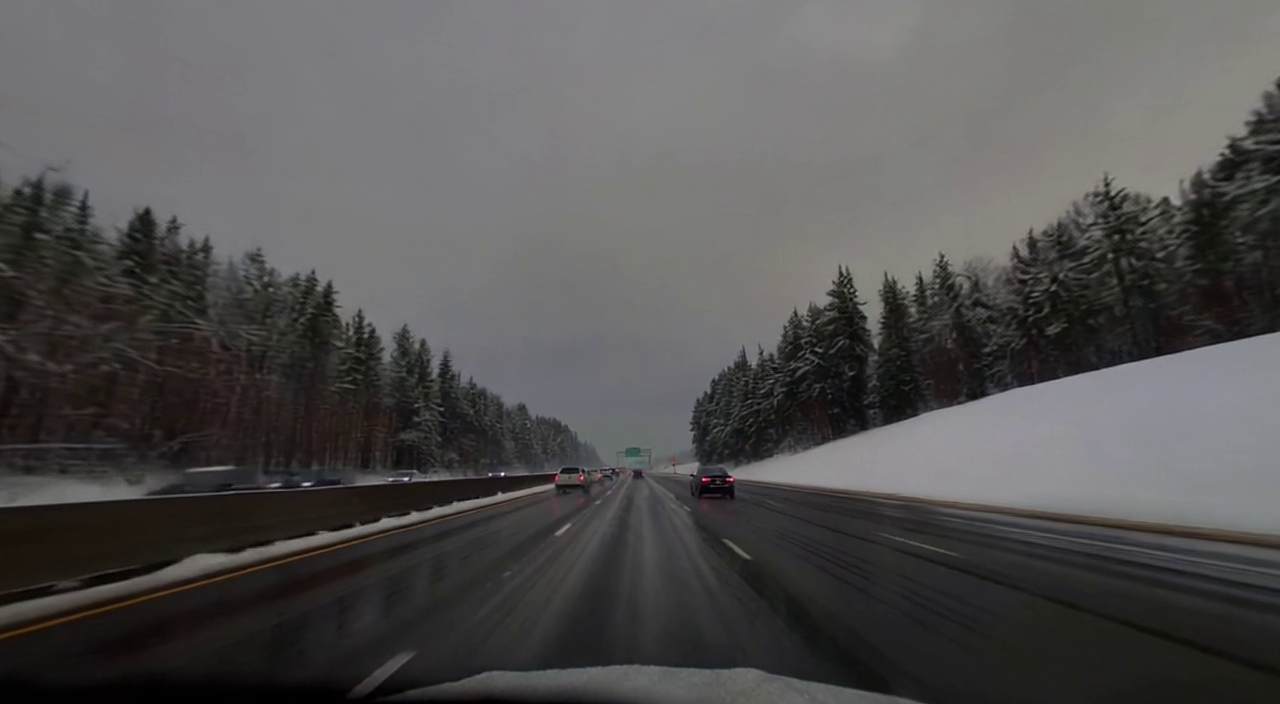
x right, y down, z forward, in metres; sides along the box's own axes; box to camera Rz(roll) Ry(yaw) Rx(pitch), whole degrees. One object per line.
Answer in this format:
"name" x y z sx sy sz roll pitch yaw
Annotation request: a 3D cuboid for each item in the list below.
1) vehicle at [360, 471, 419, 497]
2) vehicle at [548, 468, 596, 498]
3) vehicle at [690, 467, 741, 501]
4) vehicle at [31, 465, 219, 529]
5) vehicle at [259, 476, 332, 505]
"vehicle" -16.197 8.515 40.947 1.915 1.516 4.500 0 -11 1
"vehicle" -3.589 6.997 33.969 2.004 1.468 4.812 0 -11 0
"vehicle" 3.644 6.478 31.201 1.981 1.516 4.109 1 -11 -1
"vehicle" -13.064 3.668 16.336 1.746 1.428 3.636 1 -11 0
"vehicle" -19.848 7.978 36.555 1.776 1.445 4.442 1 -11 -1
